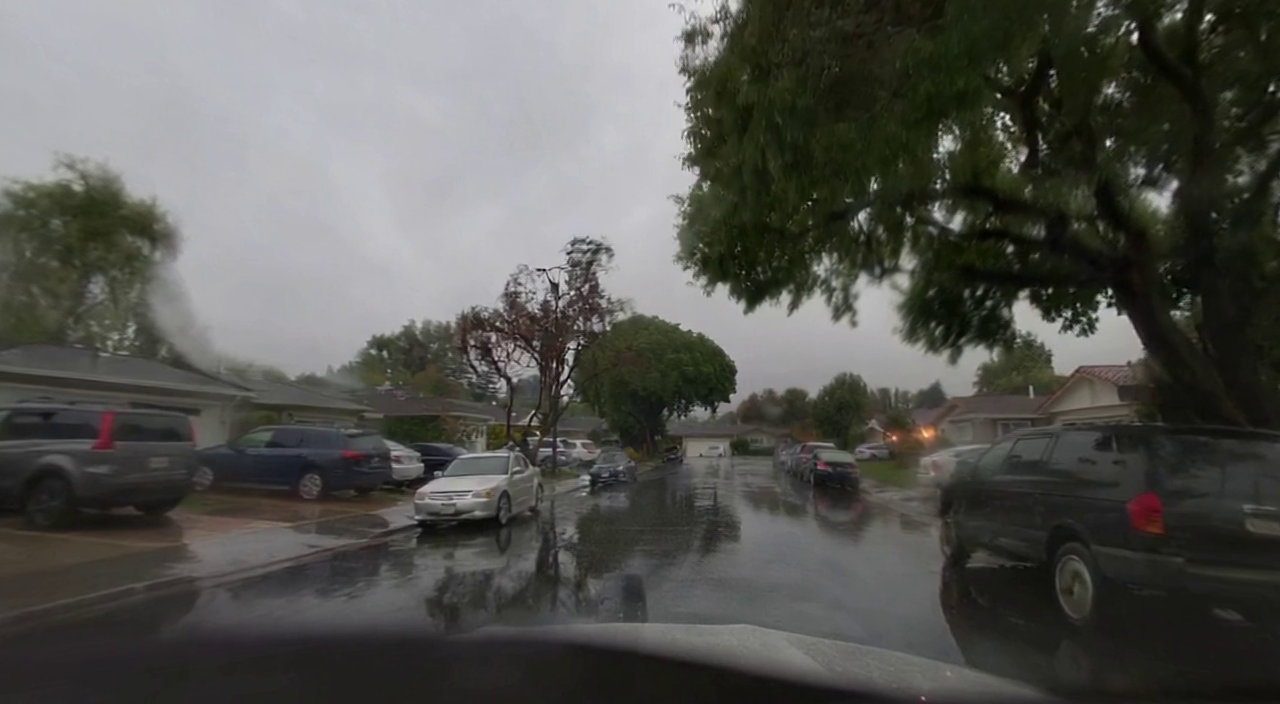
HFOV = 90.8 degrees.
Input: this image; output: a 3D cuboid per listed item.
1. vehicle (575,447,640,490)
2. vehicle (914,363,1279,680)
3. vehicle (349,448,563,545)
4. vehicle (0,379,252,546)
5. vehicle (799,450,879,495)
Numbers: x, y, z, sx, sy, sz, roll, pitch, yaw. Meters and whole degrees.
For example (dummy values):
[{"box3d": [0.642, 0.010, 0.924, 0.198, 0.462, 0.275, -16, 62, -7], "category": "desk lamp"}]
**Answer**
[{"box3d": [-1.278, 4.848, 26.634, 1.943, 1.602, 4.172, -2, -8, 8], "category": "vehicle"}, {"box3d": [4.529, 1.335, 6.143, 2.075, 1.882, 4.749, -1, -8, 7], "category": "vehicle"}, {"box3d": [-3.204, 2.612, 12.265, 2.189, 1.421, 4.659, -2, -8, 9], "category": "vehicle"}, {"box3d": [-9.378, 1.568, 9.453, 5.734, 2.066, 2.387, -1, -8, 8], "category": "vehicle"}, {"box3d": [7.332, 4.440, 23.810, 2.042, 1.456, 4.903, -1, -8, 8], "category": "vehicle"}]
